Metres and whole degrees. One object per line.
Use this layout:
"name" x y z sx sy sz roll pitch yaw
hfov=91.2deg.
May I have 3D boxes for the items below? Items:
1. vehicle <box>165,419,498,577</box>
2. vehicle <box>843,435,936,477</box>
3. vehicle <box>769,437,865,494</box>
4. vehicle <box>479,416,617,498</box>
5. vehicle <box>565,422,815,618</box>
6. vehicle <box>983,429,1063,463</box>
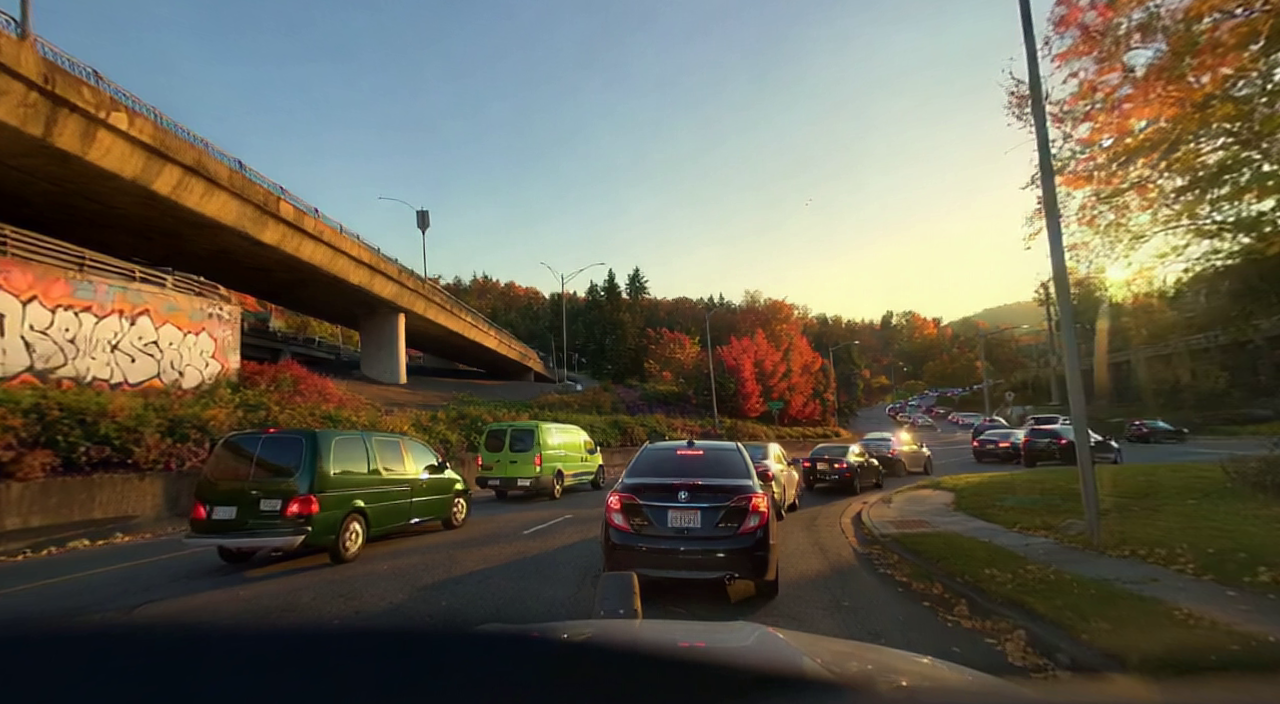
"vehicle" -3.649 1.798 8.456 1.921 1.554 4.081 -2 -9 10
"vehicle" 9.680 3.983 24.147 3.934 1.485 1.763 8 -12 -43
"vehicle" 5.251 3.256 18.284 1.780 1.446 3.902 -5 -10 29
"vehicle" -2.222 2.708 16.323 1.835 1.825 4.005 -4 -9 20
"vehicle" 0.802 1.639 7.014 2.064 1.515 3.722 -3 -9 14
"vehicle" 17.517 4.300 28.644 3.445 1.478 1.764 6 -11 -34
